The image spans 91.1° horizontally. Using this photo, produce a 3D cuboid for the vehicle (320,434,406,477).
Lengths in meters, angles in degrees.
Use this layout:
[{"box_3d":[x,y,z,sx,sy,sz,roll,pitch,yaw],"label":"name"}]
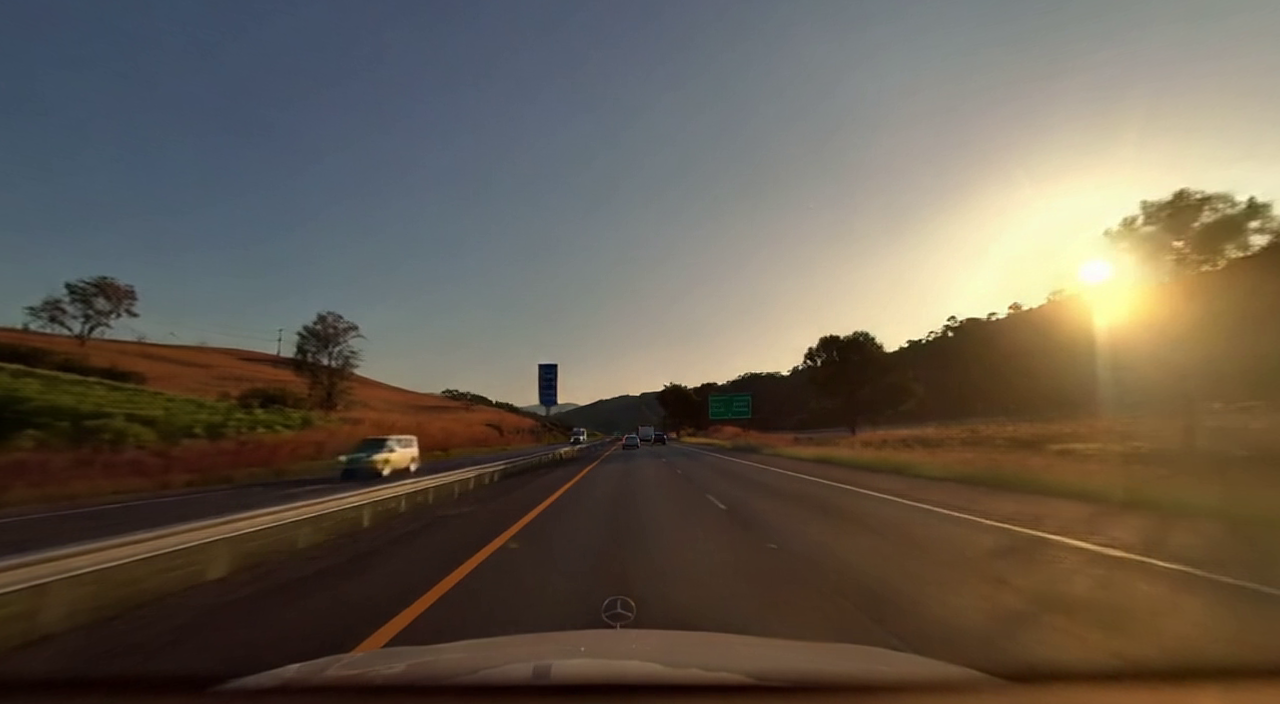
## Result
[{"box_3d":[-12.532,4.659,28.789,1.975,1.794,4.343,0,-8,0],"label":"vehicle"}]
